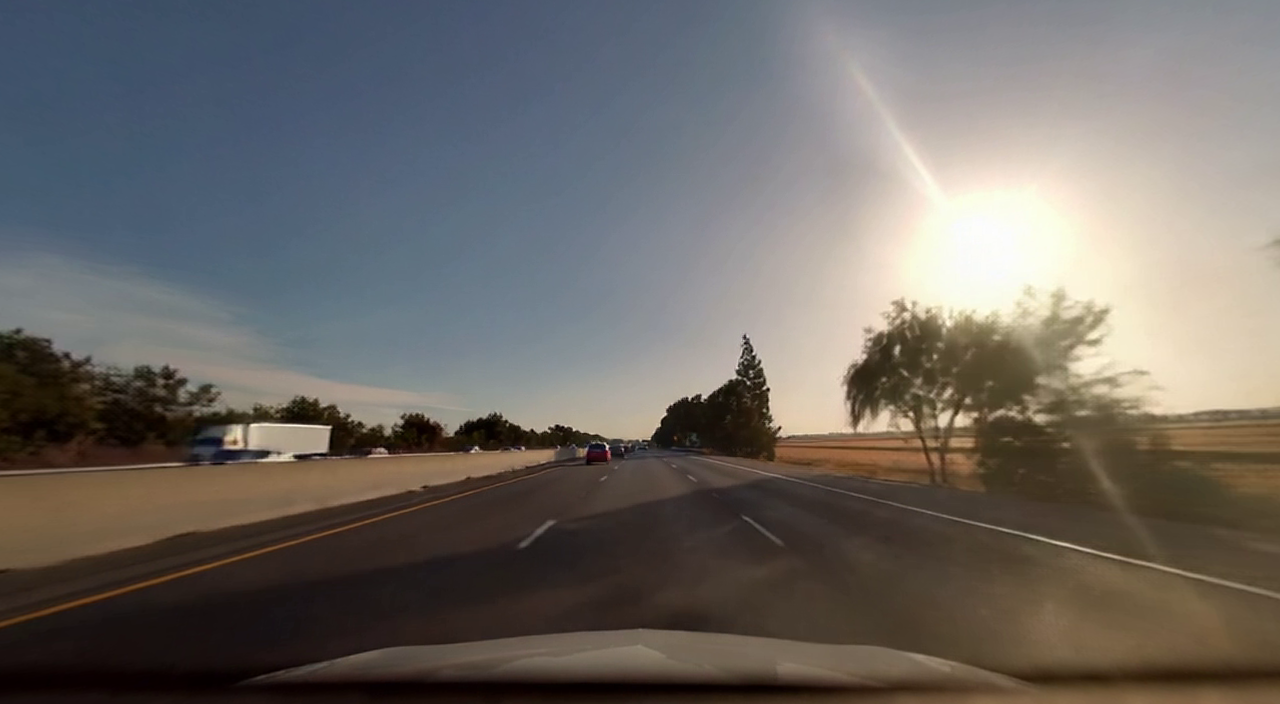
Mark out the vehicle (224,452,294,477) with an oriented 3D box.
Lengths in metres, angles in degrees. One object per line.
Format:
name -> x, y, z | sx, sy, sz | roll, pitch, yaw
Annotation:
vehicle -> -24.473, 7.188, 40.617 | 1.791, 1.476, 4.286 | 0, -9, 1
